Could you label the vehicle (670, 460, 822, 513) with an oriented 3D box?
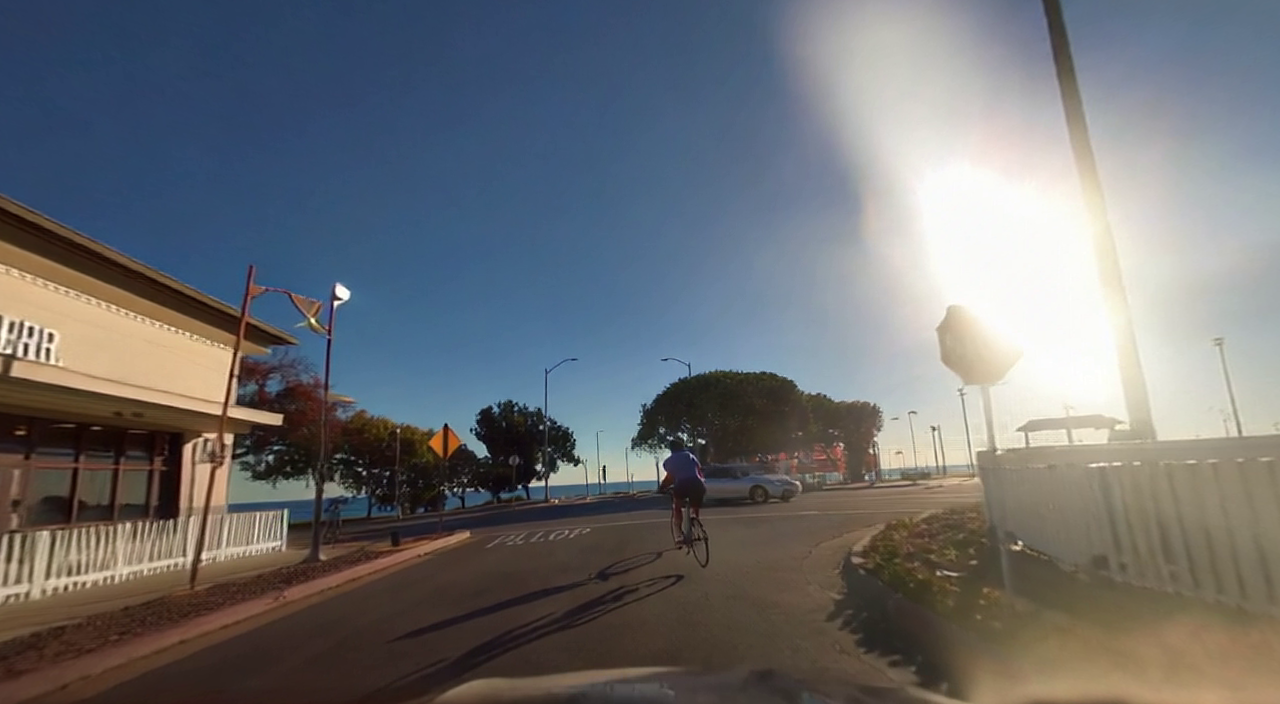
[{"bbox_3d":[3.503,4.566,22.059,2.112,1.479,5.323,6,-10,-34],"label":"vehicle"}]
